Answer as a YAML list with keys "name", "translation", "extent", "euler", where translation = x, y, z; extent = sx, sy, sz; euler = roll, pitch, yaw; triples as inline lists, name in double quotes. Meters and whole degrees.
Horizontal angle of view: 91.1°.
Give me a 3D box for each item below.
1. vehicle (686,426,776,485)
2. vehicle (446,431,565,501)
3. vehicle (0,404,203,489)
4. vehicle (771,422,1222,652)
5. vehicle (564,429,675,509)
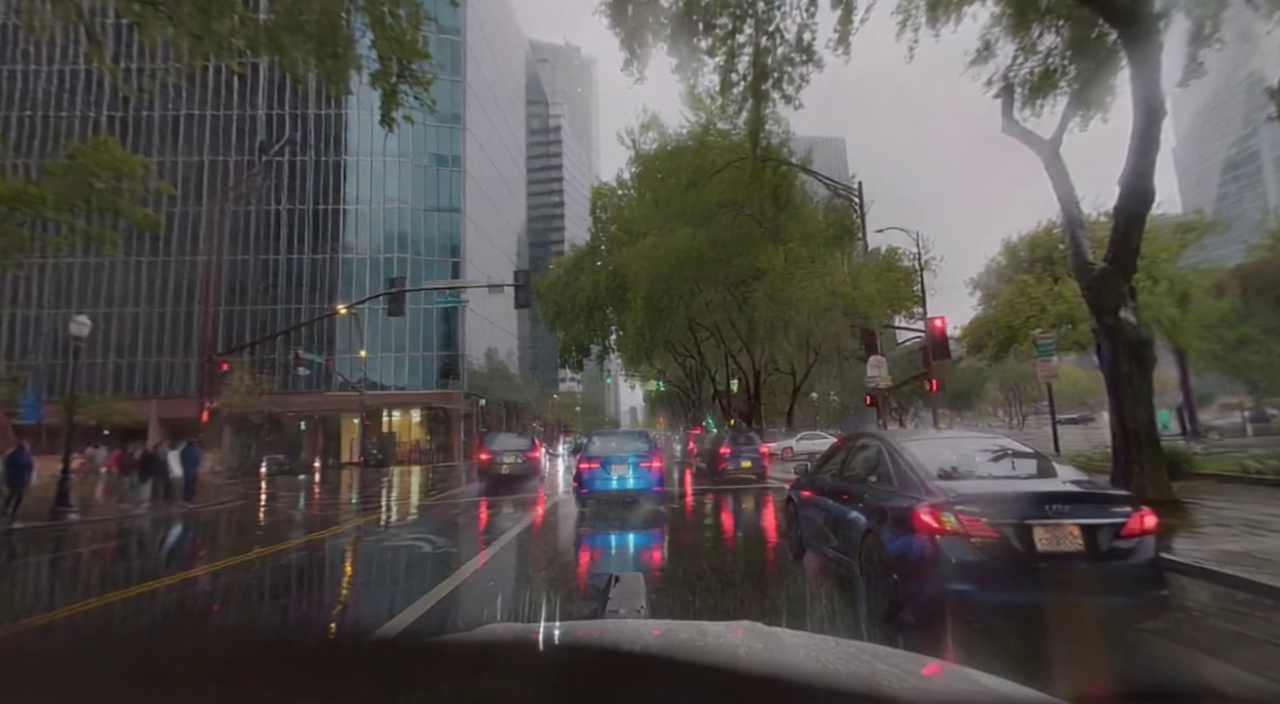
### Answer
- name: "vehicle"
  translation: [2.865, 3.409, 20.876]
  extent: [2.234, 1.723, 4.486]
  euler: [0, -8, -1]
- name: "vehicle"
  translation: [-3.241, 2.841, 16.082]
  extent: [2.068, 1.513, 4.221]
  euler: [0, -8, 1]
- name: "vehicle"
  translation: [-25.693, 4.305, 28.602]
  extent: [8.989, 3.623, 2.884]
  euler: [1, -8, -3]
- name: "vehicle"
  translation: [2.752, 1.505, 6.208]
  extent: [1.952, 1.464, 4.165]
  euler: [0, -8, -1]
- name: "vehicle"
  translation: [-0.419, 2.497, 13.845]
  extent: [2.072, 1.476, 4.078]
  euler: [0, -8, -1]
